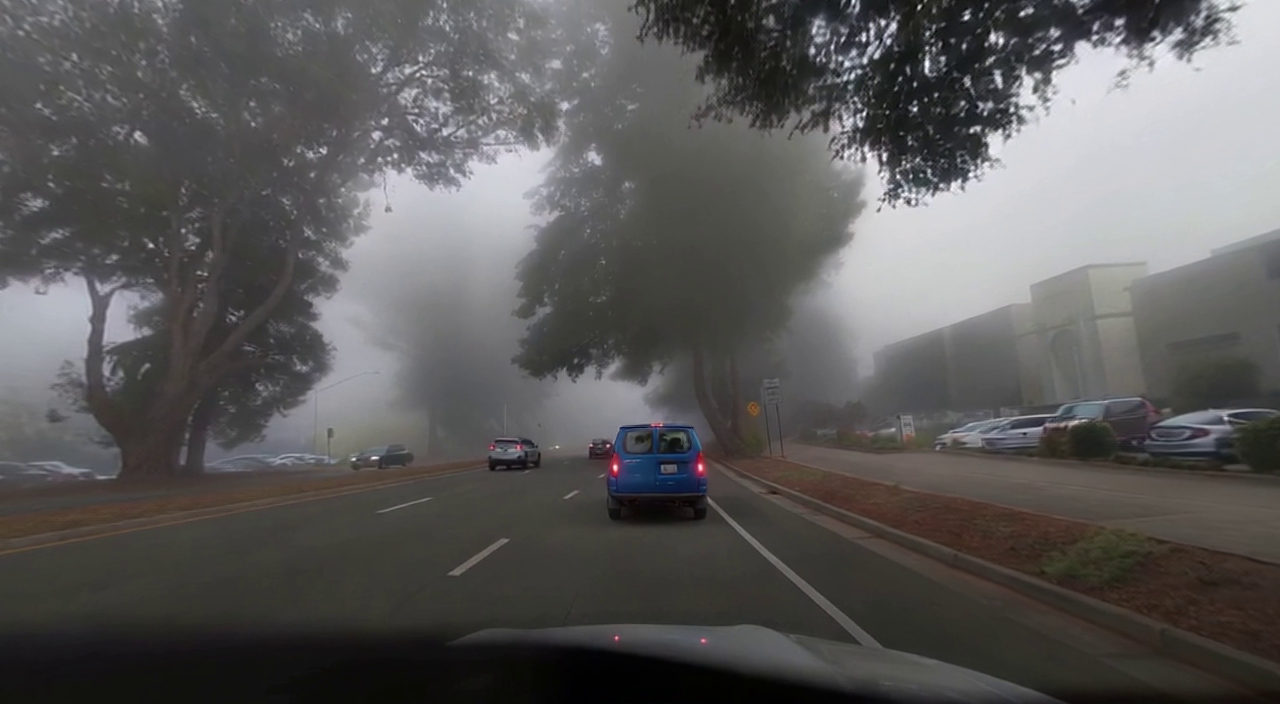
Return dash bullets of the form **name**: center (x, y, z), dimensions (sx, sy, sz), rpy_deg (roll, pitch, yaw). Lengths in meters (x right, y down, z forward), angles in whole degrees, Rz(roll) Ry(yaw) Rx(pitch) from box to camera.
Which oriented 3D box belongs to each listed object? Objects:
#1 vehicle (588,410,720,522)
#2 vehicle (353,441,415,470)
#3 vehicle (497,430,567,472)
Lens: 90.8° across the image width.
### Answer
- **vehicle**: center (0.305, 2.193, 12.582), dimensions (2.173, 1.830, 4.189), rpy_deg (0, -9, 2)
- **vehicle**: center (-18.590, 7.519, 46.090), dimensions (2.033, 1.923, 4.658), rpy_deg (-1, -9, 8)
- **vehicle**: center (-5.278, 4.920, 31.583), dimensions (2.154, 1.902, 4.735), rpy_deg (-1, -9, 7)
